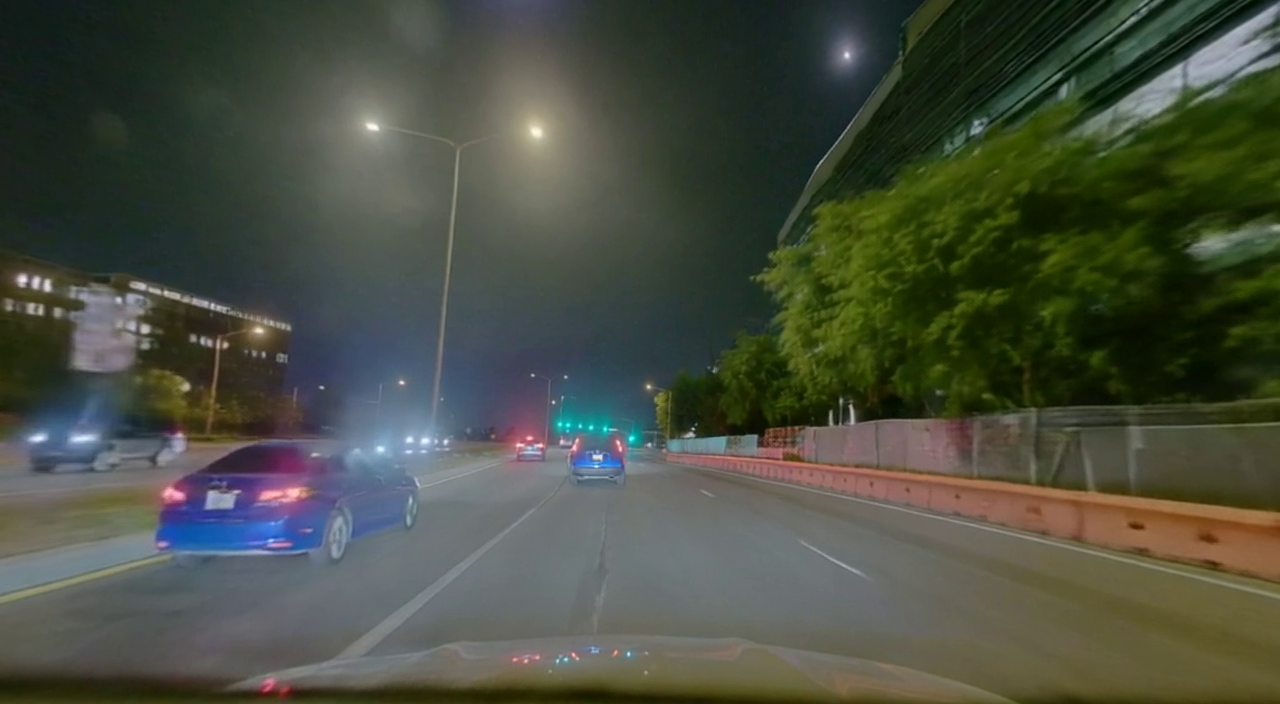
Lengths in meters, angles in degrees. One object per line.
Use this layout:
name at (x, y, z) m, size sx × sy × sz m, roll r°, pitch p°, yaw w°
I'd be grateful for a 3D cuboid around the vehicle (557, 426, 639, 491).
vehicle at (-1.061, 2.753, 16.653) m, size 1.913 × 1.499 × 3.581 m, roll 0°, pitch -8°, yaw -2°

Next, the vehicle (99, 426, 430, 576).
vehicle at (-4.250, 1.686, 8.056) m, size 1.848 × 1.406 × 4.013 m, roll 0°, pitch -8°, yaw -2°

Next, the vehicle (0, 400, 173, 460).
vehicle at (-18.969, 2.734, 21.782) m, size 1.974 × 1.822 × 4.999 m, roll 0°, pitch -8°, yaw -4°

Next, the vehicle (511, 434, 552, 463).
vehicle at (-5.980, 5.337, 35.019) m, size 1.888 × 1.486 × 4.310 m, roll 1°, pitch -8°, yaw -5°
